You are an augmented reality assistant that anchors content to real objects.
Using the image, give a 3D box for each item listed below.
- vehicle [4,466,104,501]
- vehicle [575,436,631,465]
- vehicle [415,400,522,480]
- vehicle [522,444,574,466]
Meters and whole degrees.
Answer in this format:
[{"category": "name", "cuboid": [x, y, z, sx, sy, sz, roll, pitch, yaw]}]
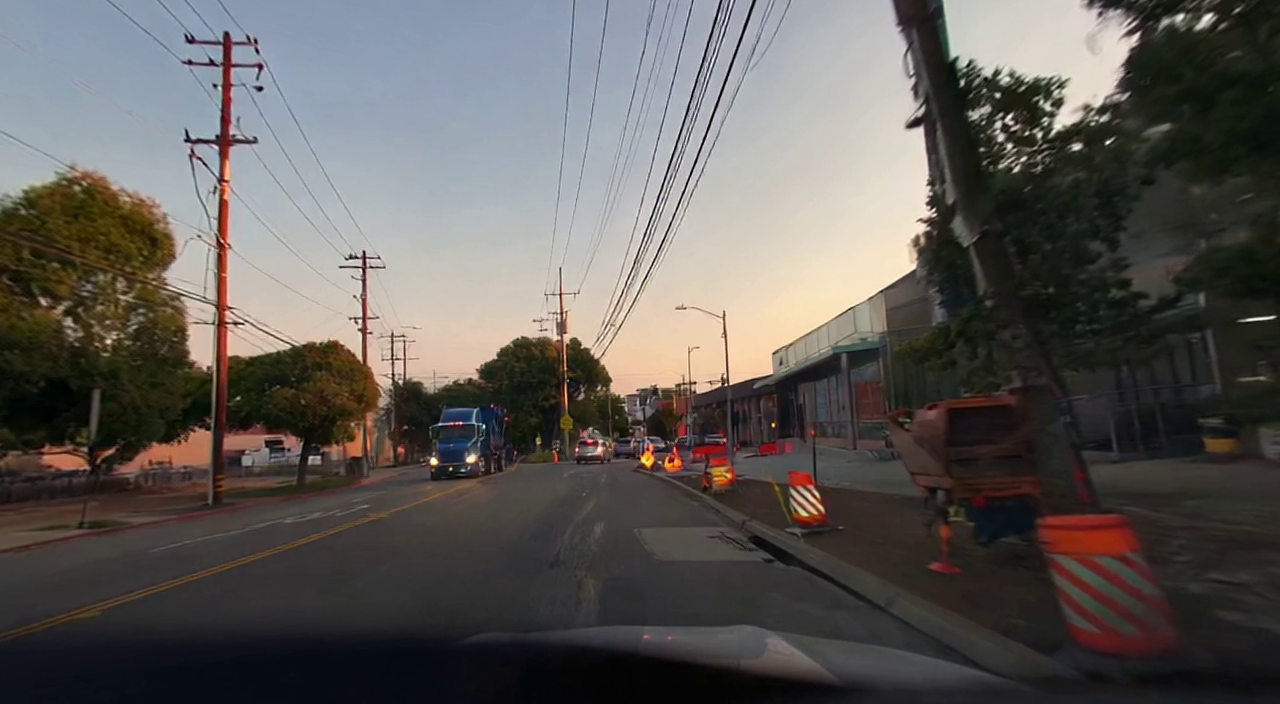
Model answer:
[{"category": "vehicle", "cuboid": [-35.643, 7.993, 38.518, 4.158, 1.736, 1.971, -3, -7, 0]}, {"category": "vehicle", "cuboid": [-2.413, 6.694, 43.111, 2.256, 1.859, 5.118, -3, -8, 15]}, {"category": "vehicle", "cuboid": [-9.323, 5.032, 36.096, 3.007, 3.800, 11.011, 0, -8, 0]}, {"category": "vehicle", "cuboid": [-6.986, 7.862, 48.430, 2.103, 1.526, 4.743, -3, -8, 17]}]
